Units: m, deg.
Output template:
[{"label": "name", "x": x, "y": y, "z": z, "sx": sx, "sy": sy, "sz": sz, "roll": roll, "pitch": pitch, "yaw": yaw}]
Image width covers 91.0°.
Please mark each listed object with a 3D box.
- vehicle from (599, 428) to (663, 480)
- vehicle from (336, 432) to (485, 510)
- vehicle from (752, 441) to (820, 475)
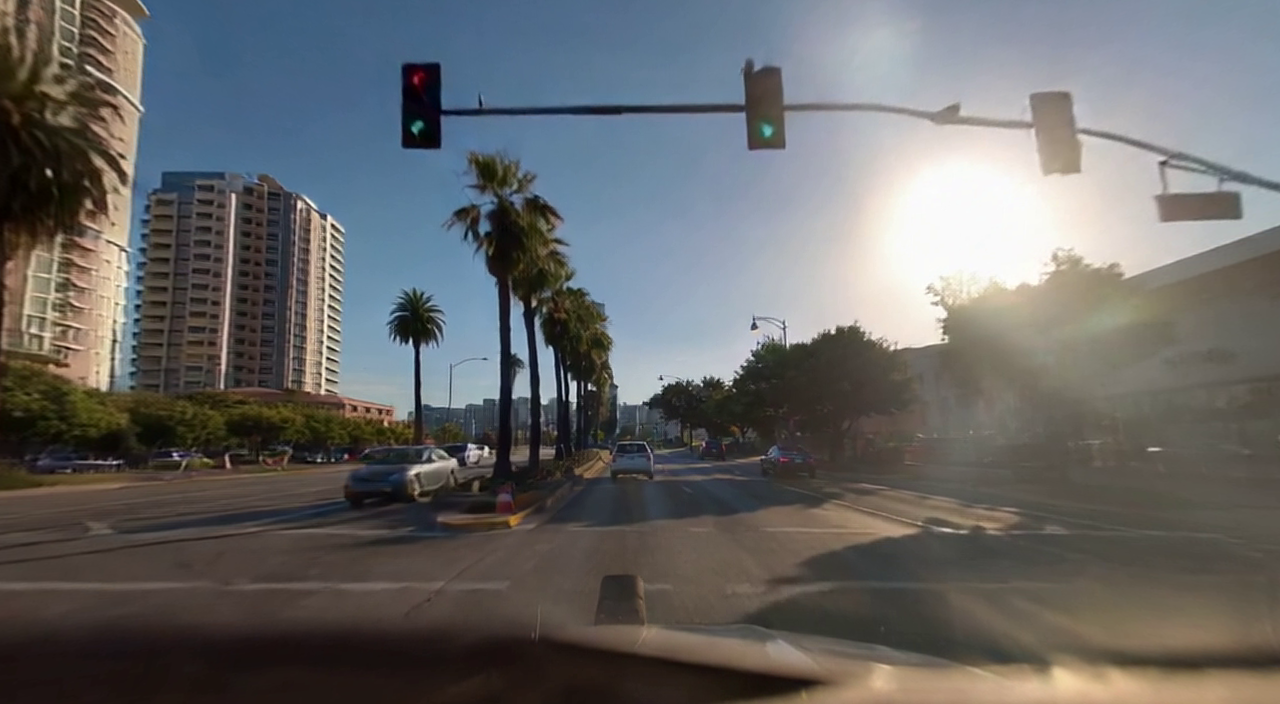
[{"label": "vehicle", "x": -0.315, "y": 3.956, "z": 24.608, "sx": 2.277, "sy": 1.816, "sz": 4.192, "roll": 0, "pitch": -8, "yaw": 0}, {"label": "vehicle", "x": -5.257, "y": 2.744, "z": 15.108, "sx": 2.028, "sy": 1.489, "sz": 4.386, "roll": -3, "pitch": -8, "yaw": -1}, {"label": "vehicle", "x": 6.793, "y": 4.969, "z": 29.787, "sx": 1.975, "sy": 1.483, "sz": 4.769, "roll": 0, "pitch": -8, "yaw": -1}]
